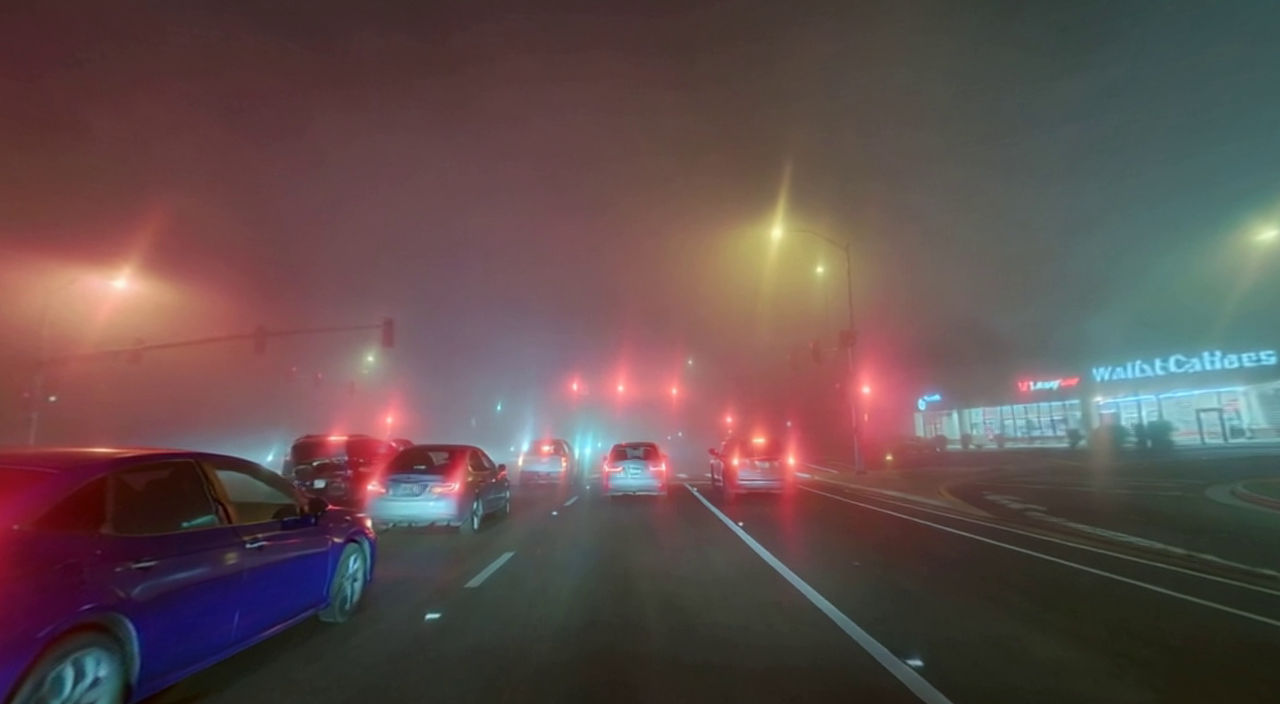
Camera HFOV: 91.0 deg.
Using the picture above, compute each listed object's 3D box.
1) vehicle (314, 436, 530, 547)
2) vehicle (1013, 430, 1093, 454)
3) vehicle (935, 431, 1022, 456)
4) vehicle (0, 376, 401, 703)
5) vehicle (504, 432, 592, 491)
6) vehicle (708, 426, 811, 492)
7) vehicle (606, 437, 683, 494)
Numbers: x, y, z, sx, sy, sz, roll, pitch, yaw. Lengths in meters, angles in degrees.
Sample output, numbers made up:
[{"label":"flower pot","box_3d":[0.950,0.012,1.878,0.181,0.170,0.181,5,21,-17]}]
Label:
[{"label":"vehicle","box_3d":[-3.320,2.215,10.688,2.014,1.472,4.357,0,-9,1]},{"label":"vehicle","box_3d":[30.602,6.696,46.736,4.432,1.680,1.932,0,-9,2]},{"label":"vehicle","box_3d":[23.341,6.341,43.546,4.781,1.700,1.986,0,-9,1]},{"label":"vehicle","box_3d":[-3.087,0.933,2.526,2.249,1.517,4.951,0,-9,1]},{"label":"vehicle","box_3d":[-2.804,3.479,20.230,2.072,1.694,4.070,0,-9,2]},{"label":"vehicle","box_3d":[3.366,3.141,18.735,2.076,1.691,4.402,0,-9,-2]},{"label":"vehicle","box_3d":[0.148,3.325,18.712,2.032,1.499,3.994,0,-9,1]}]
